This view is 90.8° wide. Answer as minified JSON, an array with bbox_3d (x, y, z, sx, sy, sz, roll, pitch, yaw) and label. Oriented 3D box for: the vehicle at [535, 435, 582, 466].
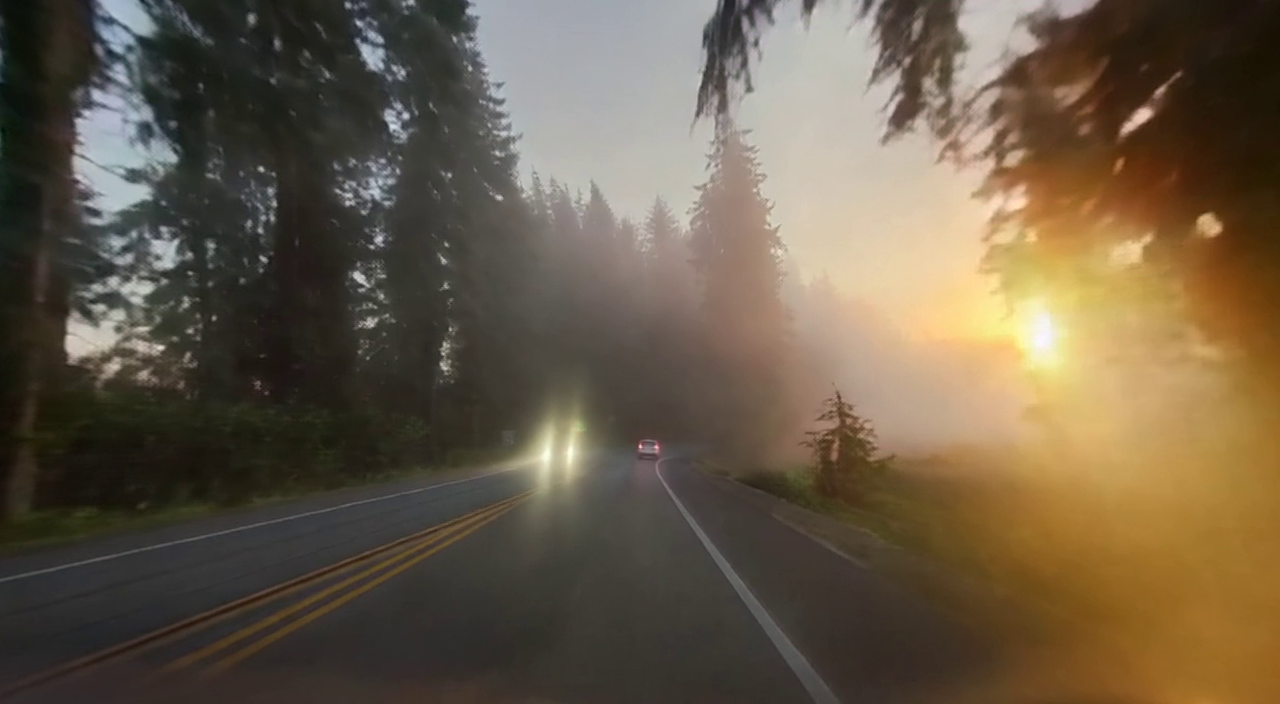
[{"bbox_3d":[-4.879,5.982,38.463,2.140,1.727,4.202,-1,-9,3],"label":"vehicle"}]
